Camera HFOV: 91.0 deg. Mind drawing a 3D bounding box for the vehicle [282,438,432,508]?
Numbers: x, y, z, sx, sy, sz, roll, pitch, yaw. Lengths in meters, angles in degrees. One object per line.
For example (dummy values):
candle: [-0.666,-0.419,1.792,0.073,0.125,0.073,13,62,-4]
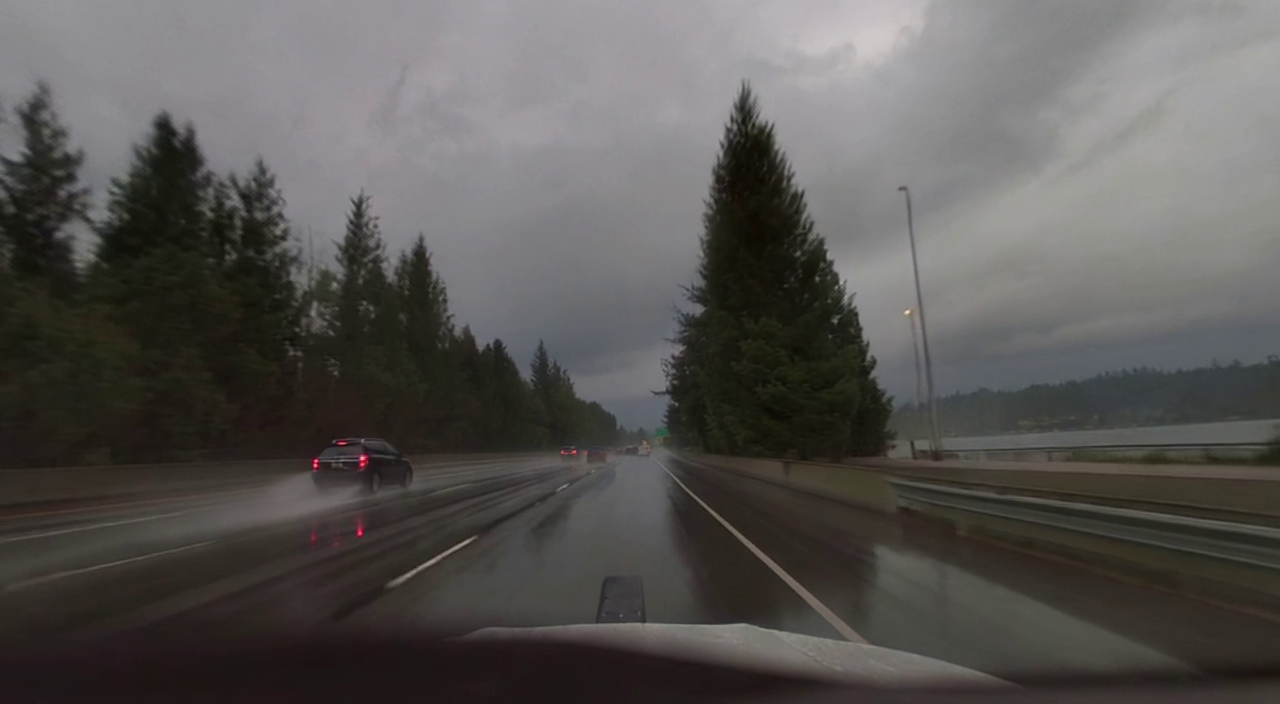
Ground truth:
vehicle: [-7.302,3.151,16.816,2.007,1.616,4.141,0,-9,1]
